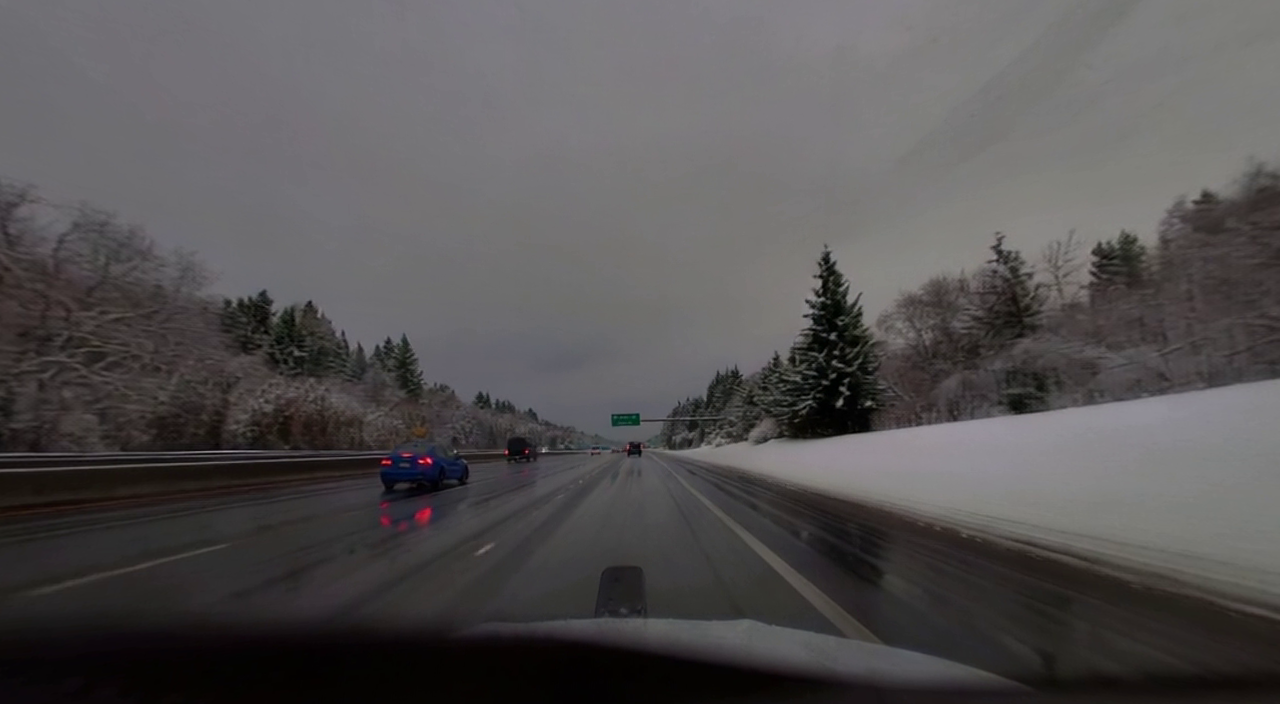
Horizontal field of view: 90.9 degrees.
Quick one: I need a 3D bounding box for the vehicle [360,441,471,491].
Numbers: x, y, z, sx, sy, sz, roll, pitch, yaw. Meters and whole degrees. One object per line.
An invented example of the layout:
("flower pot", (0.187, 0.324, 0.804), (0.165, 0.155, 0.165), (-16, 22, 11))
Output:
("vehicle", (-7.397, 3.778, 21.380), (1.981, 1.486, 4.735), (0, -8, 1))
